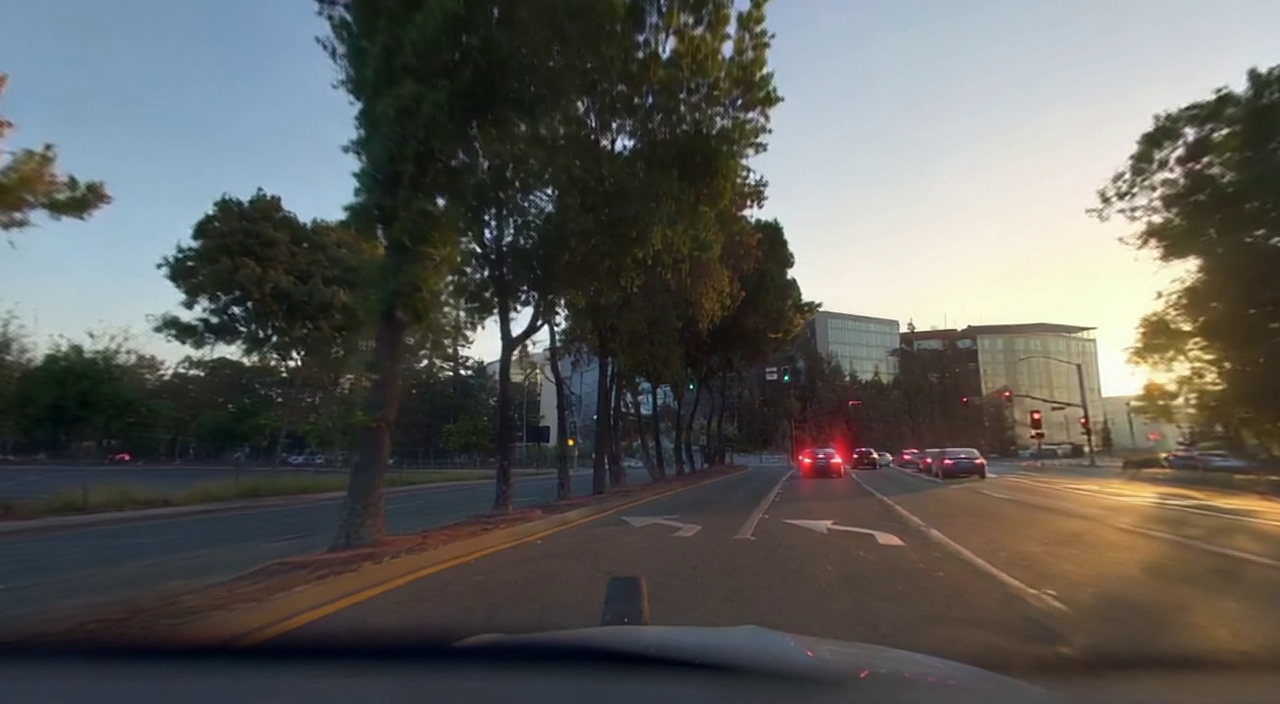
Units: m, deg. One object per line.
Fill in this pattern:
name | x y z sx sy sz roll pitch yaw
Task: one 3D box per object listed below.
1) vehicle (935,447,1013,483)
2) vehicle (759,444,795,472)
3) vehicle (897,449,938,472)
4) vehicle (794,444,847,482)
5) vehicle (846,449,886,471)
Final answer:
vehicle | 14.320 4.847 27.289 1.884 1.422 4.262 -3 -9 13
vehicle | 9.660 7.370 44.102 2.245 1.800 4.522 -2 -9 14
vehicle | 19.299 7.565 44.047 1.901 1.484 4.093 -2 -9 14
vehicle | 8.189 5.012 28.742 2.078 1.578 4.107 -3 -9 15
vehicle | 15.521 7.423 43.506 2.063 1.476 4.361 -3 -9 14
